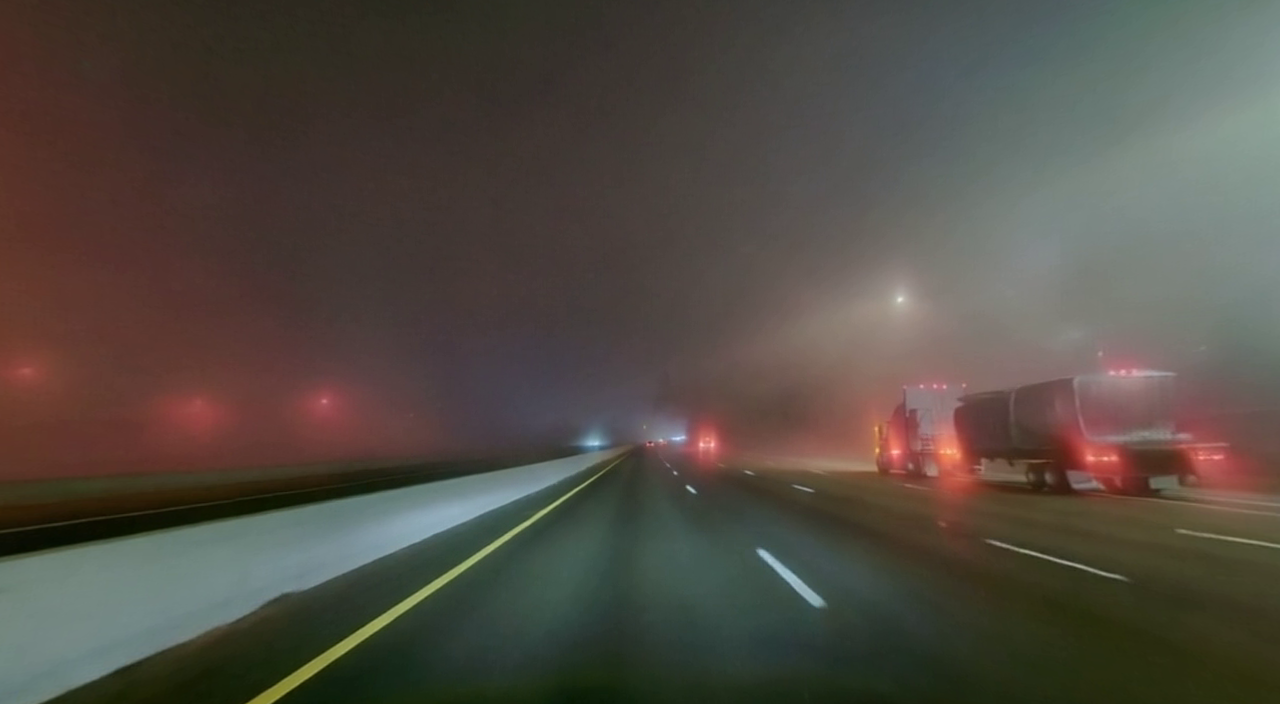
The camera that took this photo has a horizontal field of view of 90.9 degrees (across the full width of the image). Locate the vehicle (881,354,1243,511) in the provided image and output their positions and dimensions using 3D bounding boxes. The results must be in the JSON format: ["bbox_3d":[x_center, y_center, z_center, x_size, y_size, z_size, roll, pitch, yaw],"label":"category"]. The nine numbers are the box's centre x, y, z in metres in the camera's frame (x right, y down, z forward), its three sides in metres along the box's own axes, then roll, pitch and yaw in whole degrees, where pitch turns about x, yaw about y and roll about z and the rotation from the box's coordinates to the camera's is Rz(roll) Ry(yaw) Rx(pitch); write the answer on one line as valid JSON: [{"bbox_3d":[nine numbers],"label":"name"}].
[{"bbox_3d":[10.755,2.435,18.499,2.960,3.207,10.950,0,-8,-1],"label":"vehicle"}]
